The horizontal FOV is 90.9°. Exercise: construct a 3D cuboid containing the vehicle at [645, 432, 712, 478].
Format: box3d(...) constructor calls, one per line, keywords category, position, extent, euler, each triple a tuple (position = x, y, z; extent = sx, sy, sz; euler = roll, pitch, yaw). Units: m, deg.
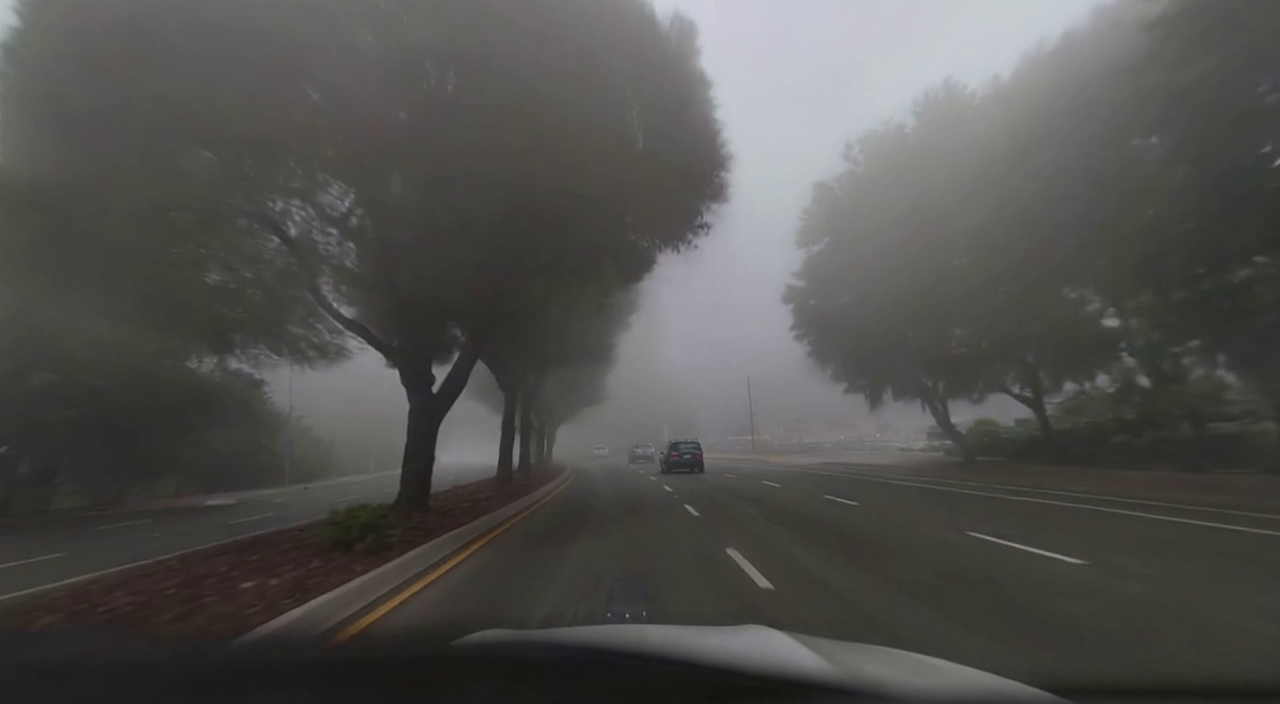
box3d(category="vehicle", position=(1.512, 4.362, 26.815), extent=(2.253, 1.756, 4.313), euler=(0, -8, -5))
